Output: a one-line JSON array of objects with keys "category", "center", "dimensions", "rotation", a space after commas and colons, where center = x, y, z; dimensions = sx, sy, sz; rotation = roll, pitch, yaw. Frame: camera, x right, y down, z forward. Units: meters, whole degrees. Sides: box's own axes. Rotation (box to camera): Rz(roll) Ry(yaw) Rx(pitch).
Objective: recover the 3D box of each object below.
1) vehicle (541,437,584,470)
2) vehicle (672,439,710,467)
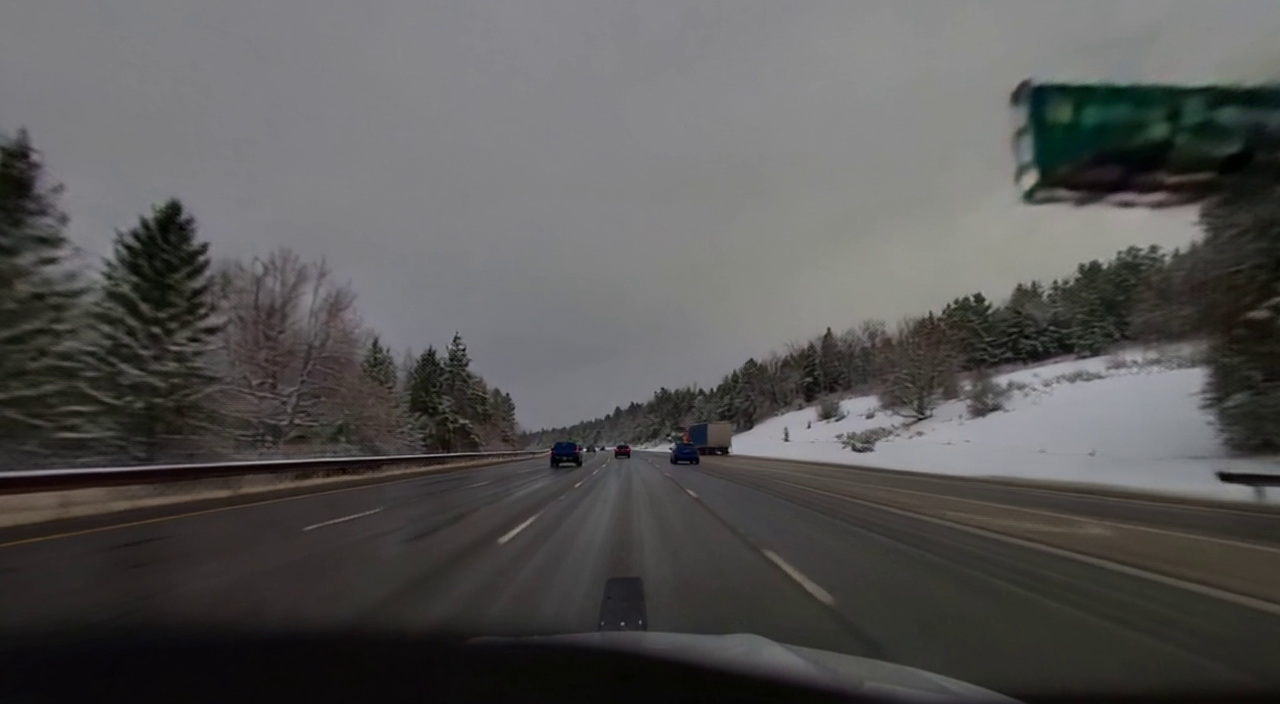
[{"category": "vehicle", "center": [-4.711, 6.226, 38.879], "dimensions": [2.120, 1.855, 4.619], "rotation": [0, -8, -1]}, {"category": "vehicle", "center": [3.341, 6.713, 42.113], "dimensions": [1.995, 1.712, 4.206], "rotation": [0, -8, -2]}]
